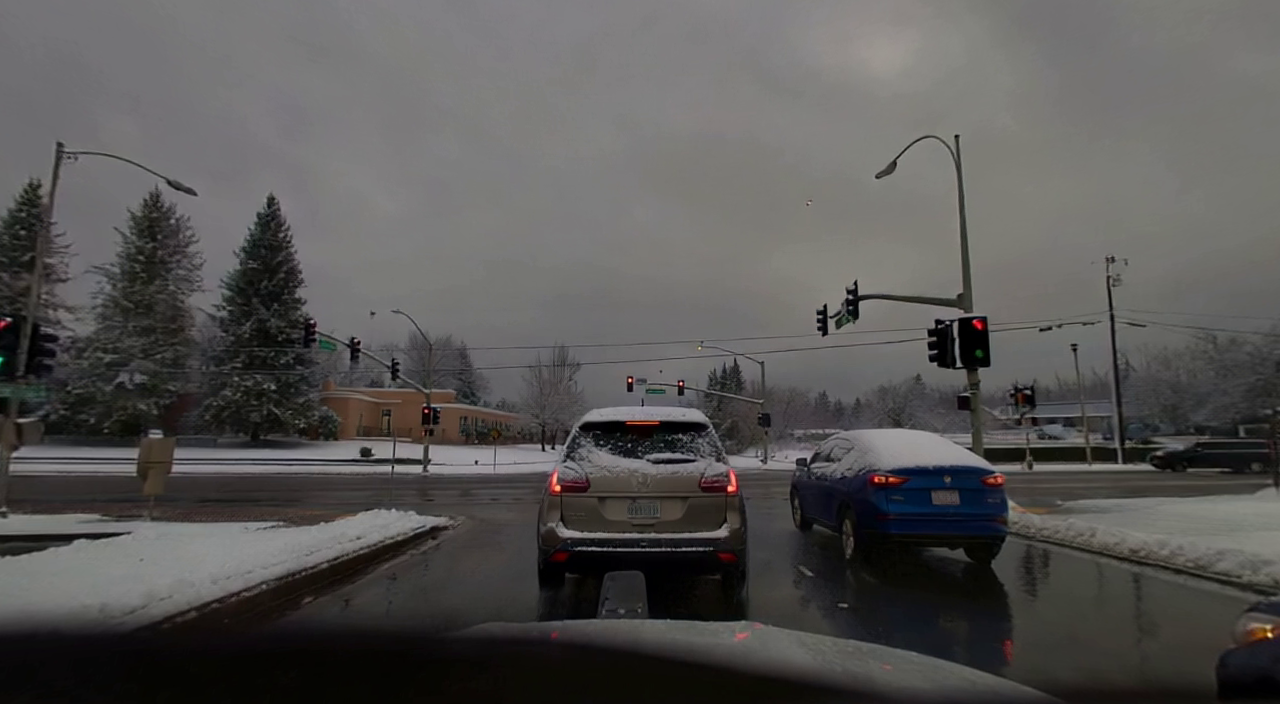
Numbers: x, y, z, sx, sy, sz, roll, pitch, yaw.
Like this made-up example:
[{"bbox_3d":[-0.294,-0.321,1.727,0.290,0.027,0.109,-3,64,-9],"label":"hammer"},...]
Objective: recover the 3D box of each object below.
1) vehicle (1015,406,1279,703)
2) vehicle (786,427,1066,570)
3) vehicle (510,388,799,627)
[{"bbox_3d":[3.158,0.818,1.434,1.924,1.466,4.461,0,-8,1],"label":"vehicle"},{"bbox_3d":[3.526,1.861,8.858,1.861,1.495,4.215,0,-8,-1],"label":"vehicle"},{"bbox_3d":[0.104,1.500,7.072,2.170,1.793,4.468,0,-8,0],"label":"vehicle"}]
